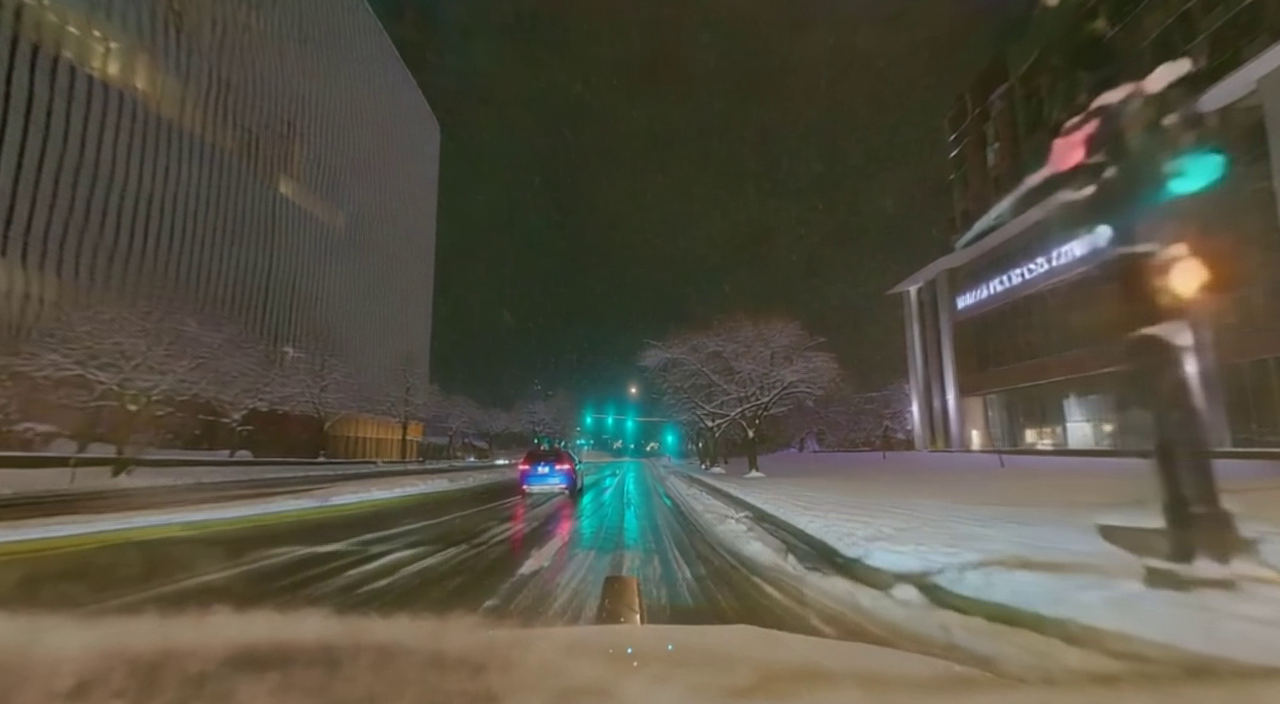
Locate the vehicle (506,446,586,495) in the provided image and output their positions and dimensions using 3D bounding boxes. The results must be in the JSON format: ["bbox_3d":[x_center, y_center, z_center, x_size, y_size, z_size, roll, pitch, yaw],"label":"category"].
[{"bbox_3d":[-3.098,4.020,21.748,1.971,1.486,4.380,0,-9,1],"label":"vehicle"}]
